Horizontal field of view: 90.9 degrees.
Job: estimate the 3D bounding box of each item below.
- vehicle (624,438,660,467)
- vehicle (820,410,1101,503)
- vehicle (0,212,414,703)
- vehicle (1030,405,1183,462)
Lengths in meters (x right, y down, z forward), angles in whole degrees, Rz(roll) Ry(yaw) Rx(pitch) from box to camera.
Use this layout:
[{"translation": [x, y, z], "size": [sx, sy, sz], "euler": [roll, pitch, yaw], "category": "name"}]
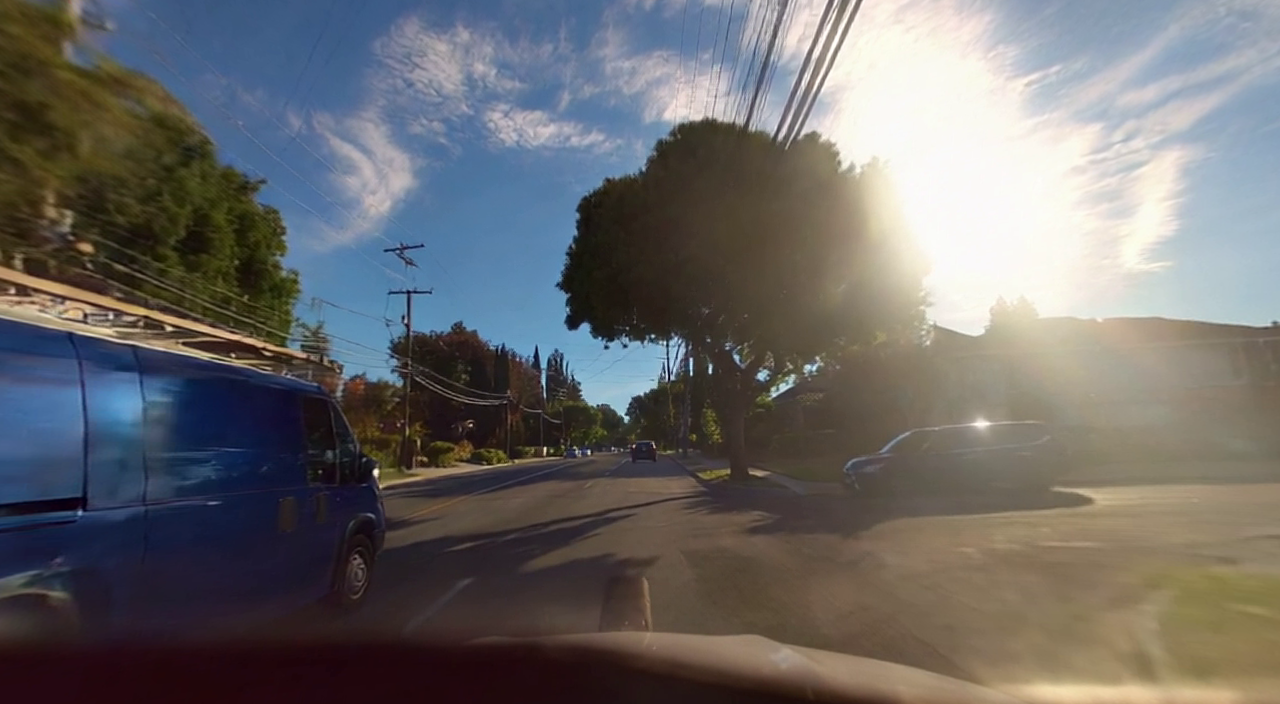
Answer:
[{"translation": [0.151, 6.302, 39.614], "size": [2.120, 1.718, 3.909], "euler": [0, -8, 1], "category": "vehicle"}, {"translation": [6.653, 2.282, 13.926], "size": [5.012, 1.711, 2.457], "euler": [-4, -7, 15], "category": "vehicle"}, {"translation": [-3.419, 0.730, 3.157], "size": [2.336, 2.152, 5.866], "euler": [0, -8, 0], "category": "vehicle"}, {"translation": [16.065, 2.884, 22.022], "size": [1.992, 1.798, 4.083], "euler": [0, -8, -4], "category": "vehicle"}]
